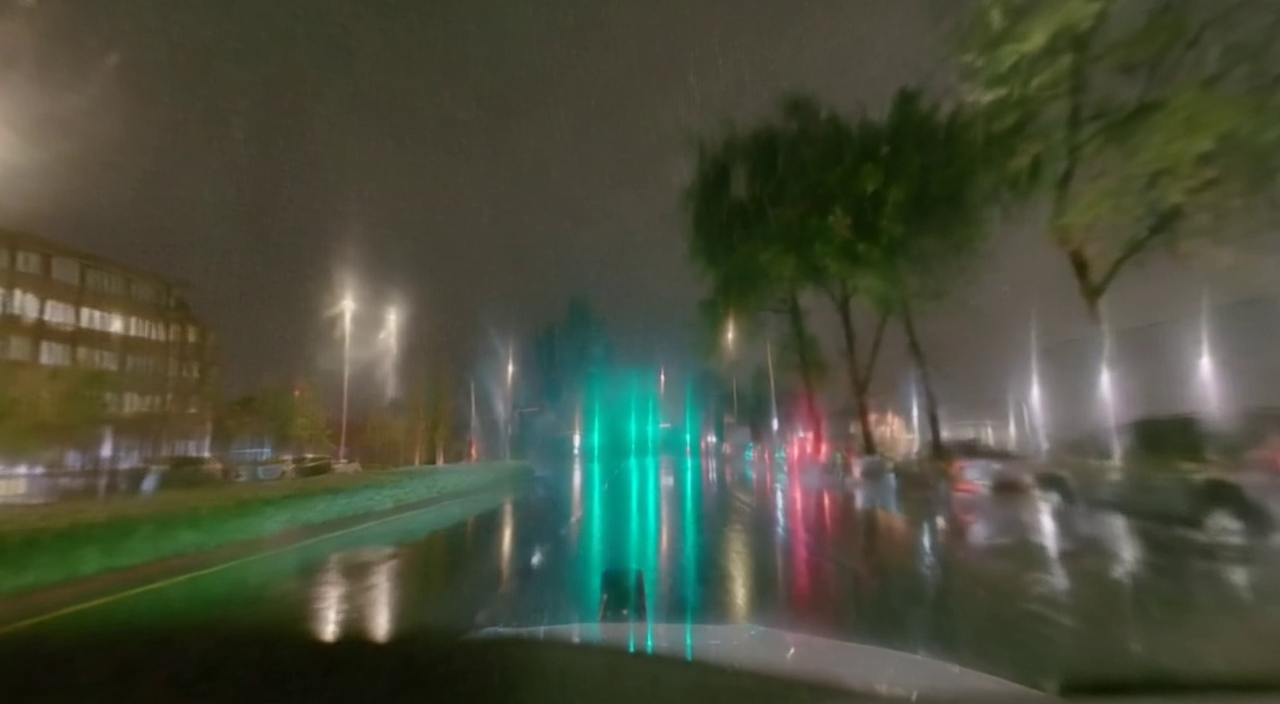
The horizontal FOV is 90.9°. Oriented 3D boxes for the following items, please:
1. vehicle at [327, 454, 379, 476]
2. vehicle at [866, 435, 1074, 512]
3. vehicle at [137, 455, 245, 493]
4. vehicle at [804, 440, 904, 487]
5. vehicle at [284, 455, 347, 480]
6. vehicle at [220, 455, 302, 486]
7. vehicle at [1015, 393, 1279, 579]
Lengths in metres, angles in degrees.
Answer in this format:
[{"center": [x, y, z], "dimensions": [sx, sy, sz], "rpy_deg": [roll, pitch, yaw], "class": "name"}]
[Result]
[{"center": [-21.715, 8.530, 47.893], "dimensions": [1.922, 1.545, 4.178], "rpy_deg": [-1, -8, 1], "class": "vehicle"}, {"center": [7.344, 2.755, 14.847], "dimensions": [2.196, 1.471, 4.999], "rpy_deg": [0, -8, 0], "class": "vehicle"}, {"center": [-22.014, 5.957, 31.194], "dimensions": [1.968, 1.615, 4.591], "rpy_deg": [0, -8, 0], "class": "vehicle"}, {"center": [7.380, 3.873, 22.288], "dimensions": [1.850, 1.448, 4.844], "rpy_deg": [0, -8, 0], "class": "vehicle"}, {"center": [-21.753, 7.736, 42.500], "dimensions": [1.821, 1.496, 4.724], "rpy_deg": [-2, -8, -1], "class": "vehicle"}, {"center": [-21.907, 6.850, 36.705], "dimensions": [1.909, 1.495, 4.786], "rpy_deg": [-3, -8, -1], "class": "vehicle"}, {"center": [7.352, 1.630, 8.317], "dimensions": [1.908, 1.833, 4.711], "rpy_deg": [0, -8, 1], "class": "vehicle"}]
